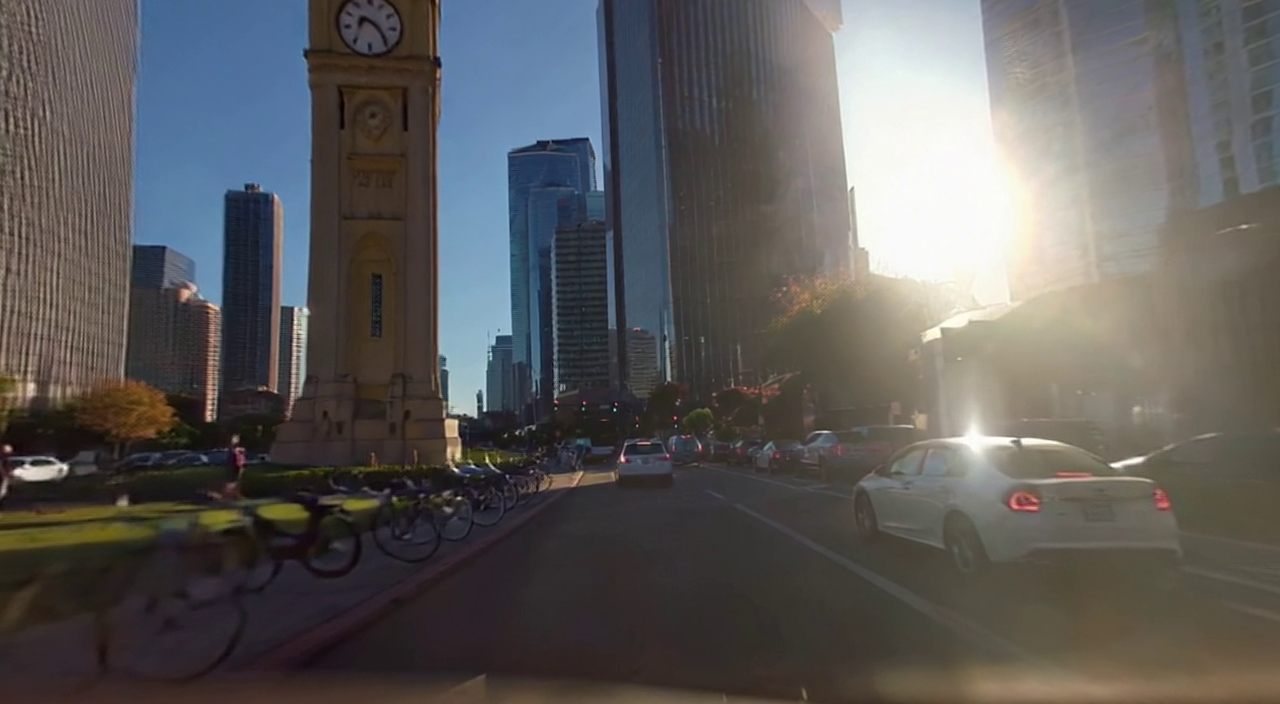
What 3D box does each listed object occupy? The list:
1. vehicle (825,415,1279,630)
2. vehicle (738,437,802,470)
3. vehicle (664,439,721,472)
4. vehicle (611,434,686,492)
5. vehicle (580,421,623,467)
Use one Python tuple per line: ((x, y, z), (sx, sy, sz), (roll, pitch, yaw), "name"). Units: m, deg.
((3.898, 1.577, 6.935), (2.116, 1.500, 4.702), (0, -9, -3), "vehicle")
((6.986, 5.516, 34.449), (2.067, 1.641, 4.569), (0, -9, -6), "vehicle")
((2.638, 5.372, 32.873), (1.981, 1.572, 4.718), (1, -9, -8), "vehicle")
((0.158, 3.449, 19.896), (2.111, 1.605, 3.832), (0, -9, -3), "vehicle")
((-2.733, 6.345, 43.410), (2.400, 2.872, 6.053), (1, -9, -8), "vehicle")
